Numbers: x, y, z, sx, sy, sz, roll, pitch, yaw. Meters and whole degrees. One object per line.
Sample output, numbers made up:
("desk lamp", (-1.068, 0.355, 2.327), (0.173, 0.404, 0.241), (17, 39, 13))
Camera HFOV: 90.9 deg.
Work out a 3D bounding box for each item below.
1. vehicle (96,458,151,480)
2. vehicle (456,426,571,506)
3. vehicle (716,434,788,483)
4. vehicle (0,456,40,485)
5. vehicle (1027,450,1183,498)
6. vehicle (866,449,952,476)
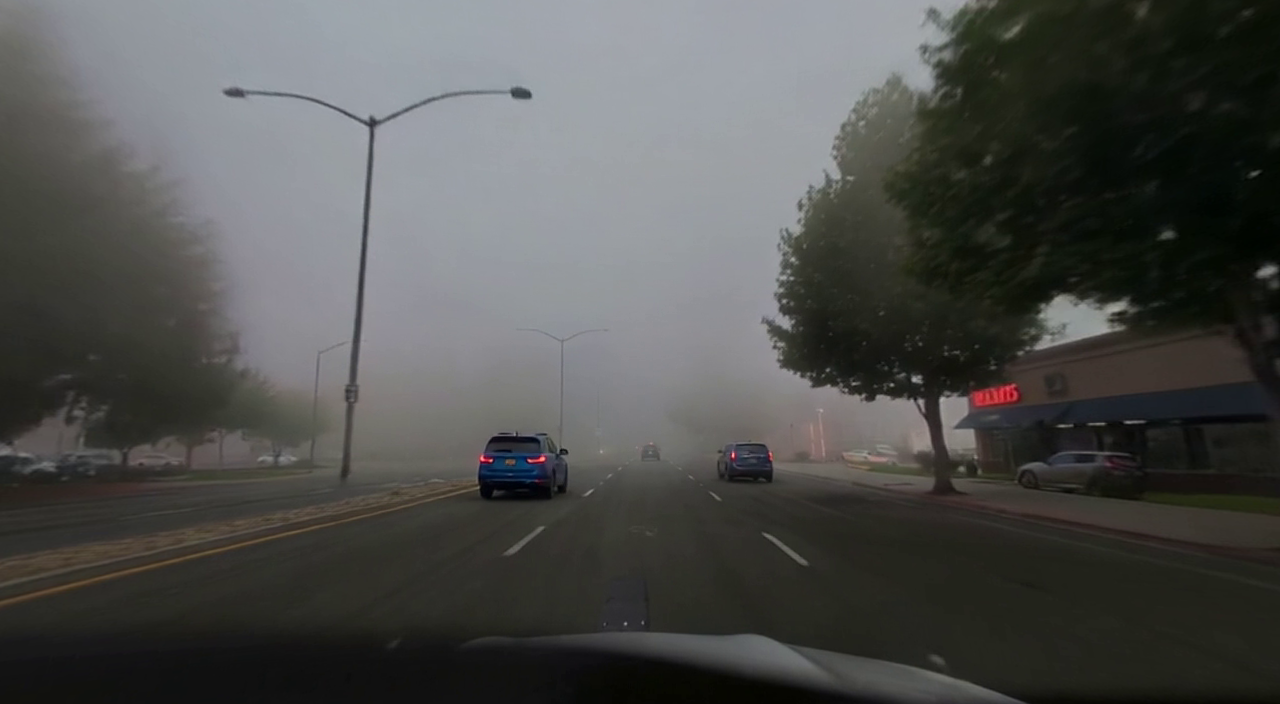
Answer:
("vehicle", (-38.785, 8.730, 47.281), (3.857, 1.463, 1.808), (-5, -9, 29))
("vehicle", (-3.136, 2.925, 16.696), (2.047, 1.810, 4.414), (0, -8, 1))
("vehicle", (4.425, 4.277, 25.628), (2.083, 1.779, 4.347), (0, -8, -1))
("vehicle", (-38.480, 7.132, 38.032), (4.355, 1.541, 1.919), (-5, -9, 28))
("vehicle", (15.583, 4.050, 21.215), (4.133, 1.475, 1.833), (2, -8, -12))
("vehicle", (16.888, 6.934, 39.692), (4.479, 1.445, 1.946), (-1, -8, -2))
